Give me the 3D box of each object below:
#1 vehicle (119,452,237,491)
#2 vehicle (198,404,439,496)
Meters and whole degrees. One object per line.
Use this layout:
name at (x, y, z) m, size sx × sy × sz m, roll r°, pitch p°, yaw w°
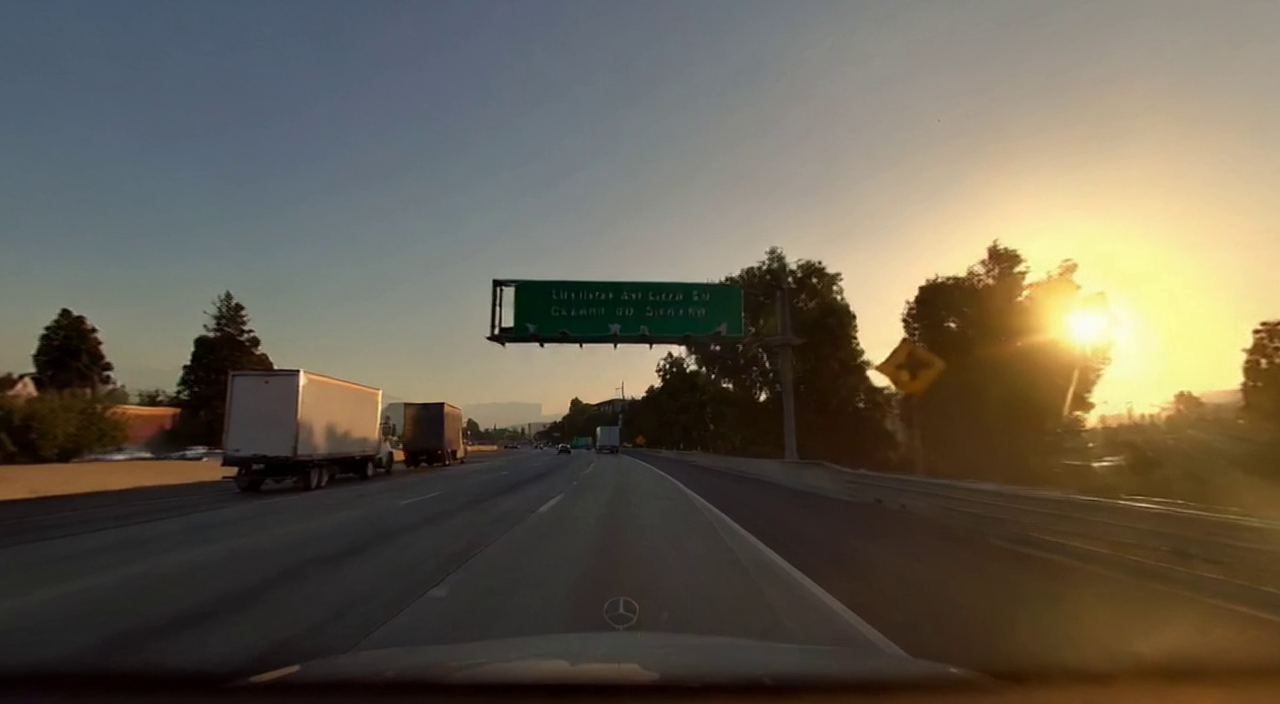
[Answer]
vehicle at (-19.789, 5.101, 27.417) m, size 1.842 × 1.452 × 4.612 m, roll 0°, pitch -8°, yaw -3°
vehicle at (-11.775, 3.948, 25.954) m, size 3.270 × 2.674 × 14.547 m, roll 0°, pitch -8°, yaw -4°
